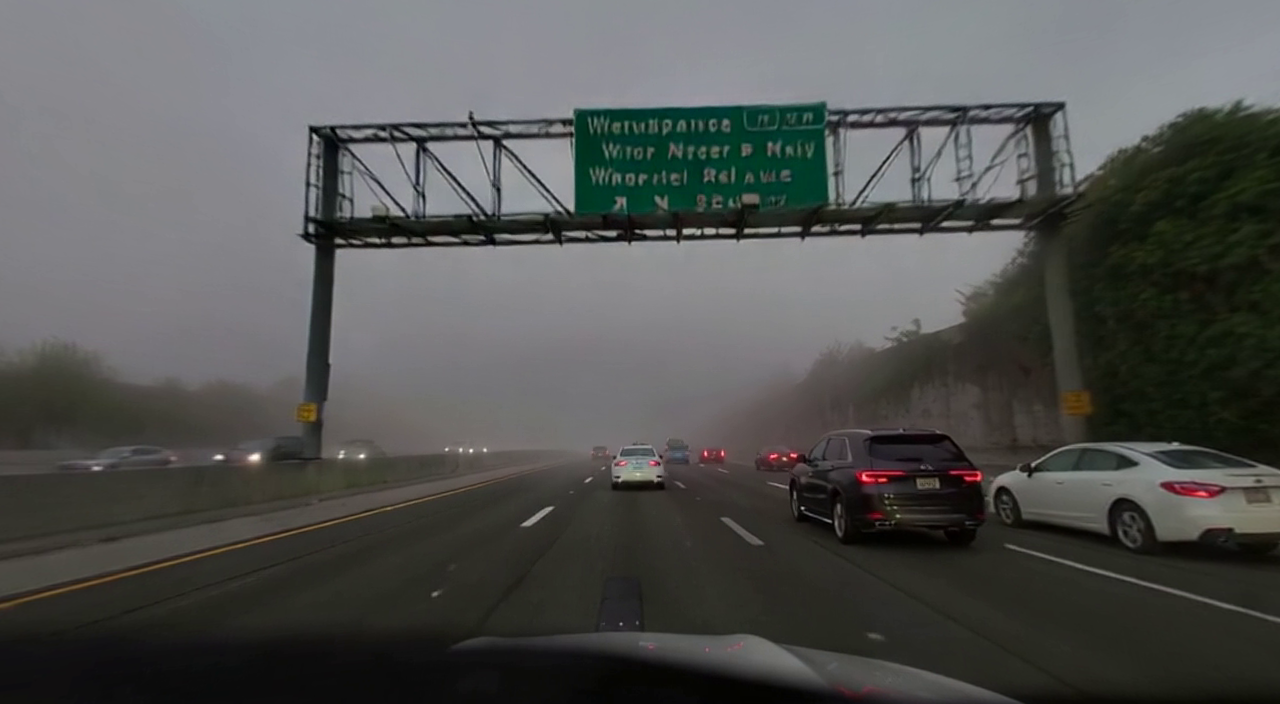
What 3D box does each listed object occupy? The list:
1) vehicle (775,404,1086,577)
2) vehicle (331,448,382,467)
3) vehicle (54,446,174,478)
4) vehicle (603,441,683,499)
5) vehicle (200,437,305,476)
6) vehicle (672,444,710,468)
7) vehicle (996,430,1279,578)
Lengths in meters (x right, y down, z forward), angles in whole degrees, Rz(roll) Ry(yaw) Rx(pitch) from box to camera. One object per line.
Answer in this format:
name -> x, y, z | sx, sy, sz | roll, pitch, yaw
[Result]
vehicle -> 3.570, 1.806, 9.069 | 2.162, 1.800, 4.693 | 0, -9, -1
vehicle -> -21.871, 8.142, 48.959 | 1.992, 1.424, 4.365 | 0, -9, -1
vehicle -> -25.759, 5.380, 31.208 | 1.857, 1.452, 4.788 | 0, -9, -1
vehicle -> 0.045, 3.389, 18.573 | 2.098, 1.475, 3.997 | 0, -9, -1
vehicle -> -18.002, 4.869, 29.638 | 1.994, 1.658, 4.646 | 0, -9, 0
vehicle -> 3.296, 6.845, 41.799 | 1.998, 1.490, 4.296 | 0, -9, -2
vehicle -> 7.077, 1.852, 8.583 | 1.872, 1.469, 4.414 | 0, -9, 0
